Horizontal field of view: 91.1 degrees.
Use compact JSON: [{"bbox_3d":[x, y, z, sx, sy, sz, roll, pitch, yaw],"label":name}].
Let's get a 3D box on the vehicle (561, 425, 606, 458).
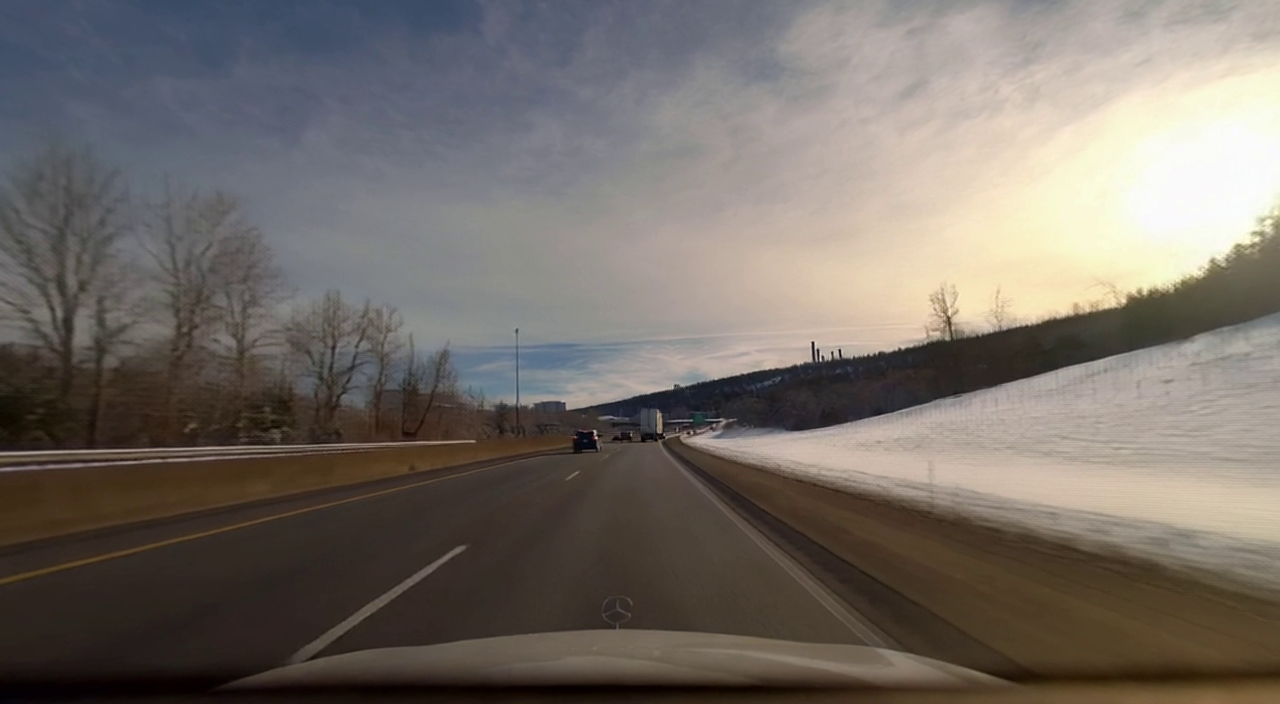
[{"bbox_3d":[-3.001,4.864,34.254,2.018,1.678,4.312,0,-8,1],"label":"vehicle"}]
